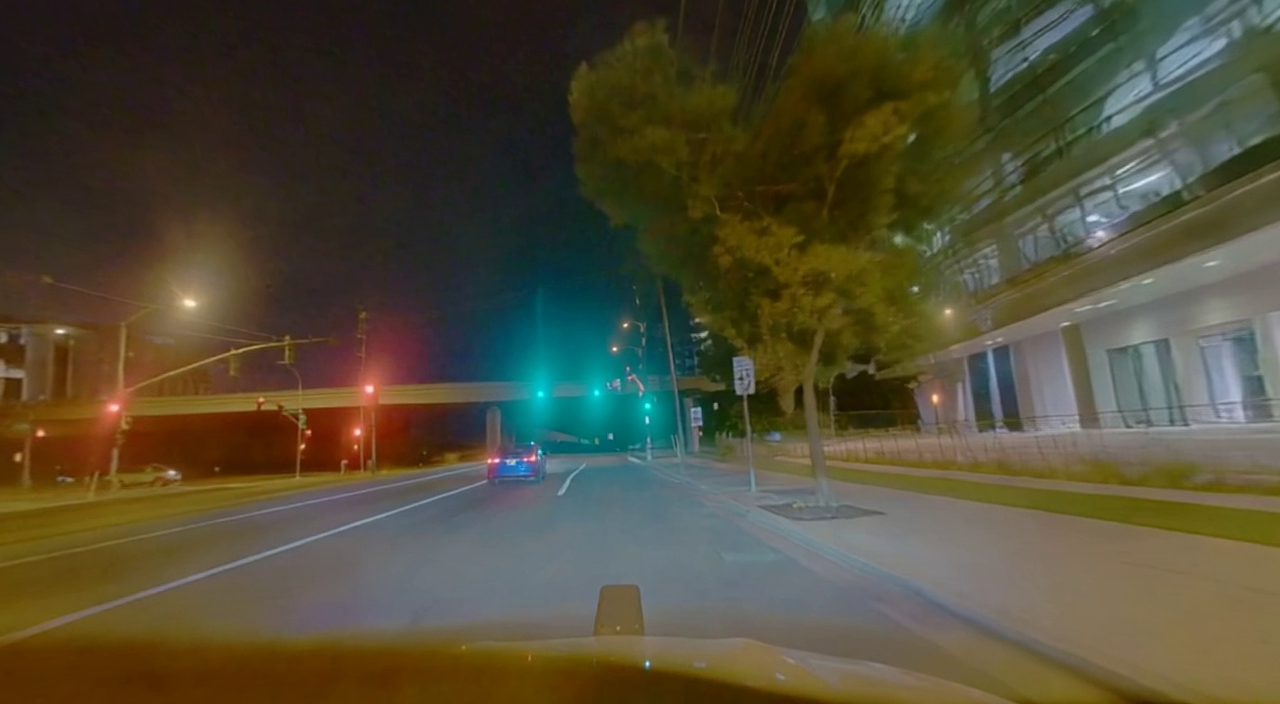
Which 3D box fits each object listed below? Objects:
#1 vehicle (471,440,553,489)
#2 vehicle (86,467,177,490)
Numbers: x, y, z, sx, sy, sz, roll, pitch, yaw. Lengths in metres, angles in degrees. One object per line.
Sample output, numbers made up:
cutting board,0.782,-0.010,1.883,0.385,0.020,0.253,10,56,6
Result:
vehicle,-4.482,3.972,22.794,2.154,1.465,4.532,-1,-8,-2
vehicle,-37.517,9.332,46.718,4.708,1.466,2.085,1,-9,-9
